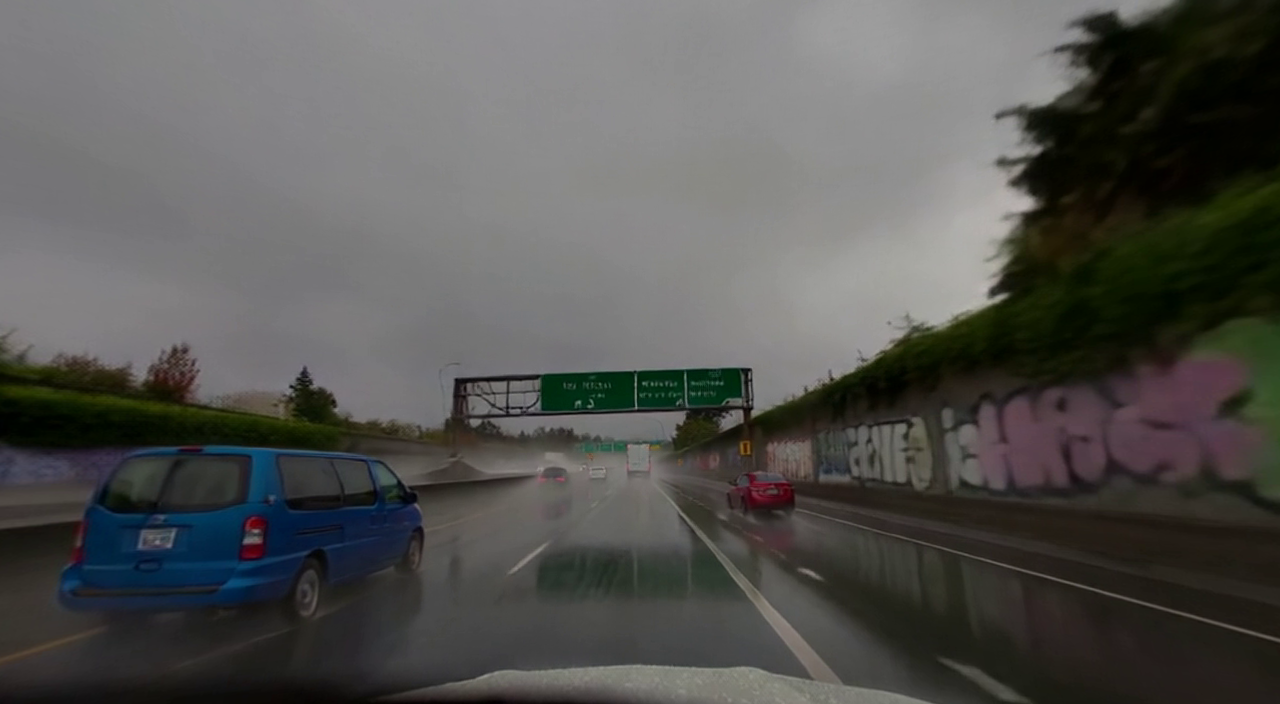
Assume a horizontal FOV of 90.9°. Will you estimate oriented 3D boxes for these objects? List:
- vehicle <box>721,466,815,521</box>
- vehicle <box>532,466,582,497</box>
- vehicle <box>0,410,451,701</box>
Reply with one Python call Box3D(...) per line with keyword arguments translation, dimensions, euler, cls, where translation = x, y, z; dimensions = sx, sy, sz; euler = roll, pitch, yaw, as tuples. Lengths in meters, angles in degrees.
Box3D(translation=(3.783, 4.269, 19.394), dimensions=(1.917, 1.458, 4.199), euler=(1, -11, -2), cls="vehicle")
Box3D(translation=(-4.260, 6.692, 32.816), dimensions=(2.054, 1.443, 4.131), euler=(1, -11, -1), cls="vehicle")
Box3D(translation=(-3.478, 1.558, 5.878), dimensions=(2.004, 1.610, 4.508), euler=(1, -11, 0), cls="vehicle")
